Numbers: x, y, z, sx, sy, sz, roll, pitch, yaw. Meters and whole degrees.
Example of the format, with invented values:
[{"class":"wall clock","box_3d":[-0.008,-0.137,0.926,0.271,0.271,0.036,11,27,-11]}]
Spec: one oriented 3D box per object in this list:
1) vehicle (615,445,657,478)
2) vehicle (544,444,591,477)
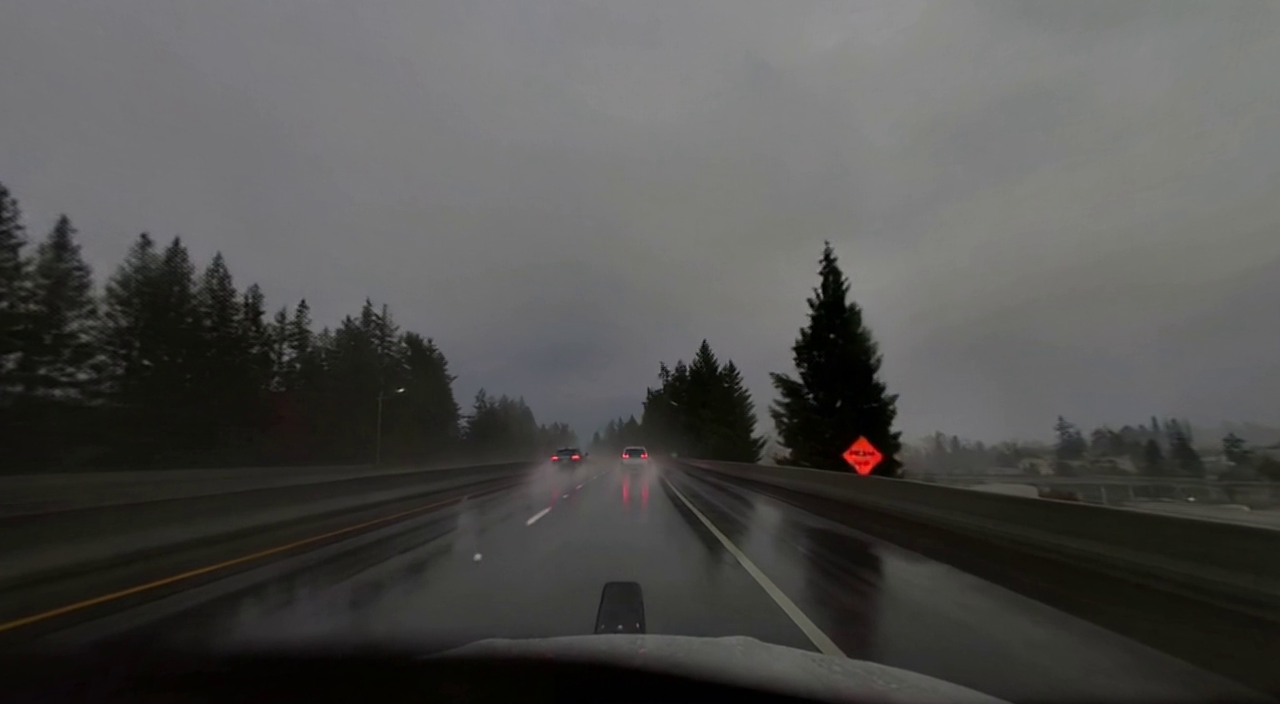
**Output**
[{"class":"vehicle","box_3d":[-0.194,5.930,34.301,2.130,1.684,3.826,0,-9,0]},{"class":"vehicle","box_3d":[-4.040,6.154,35.862,2.130,1.741,4.665,0,-9,0]}]
